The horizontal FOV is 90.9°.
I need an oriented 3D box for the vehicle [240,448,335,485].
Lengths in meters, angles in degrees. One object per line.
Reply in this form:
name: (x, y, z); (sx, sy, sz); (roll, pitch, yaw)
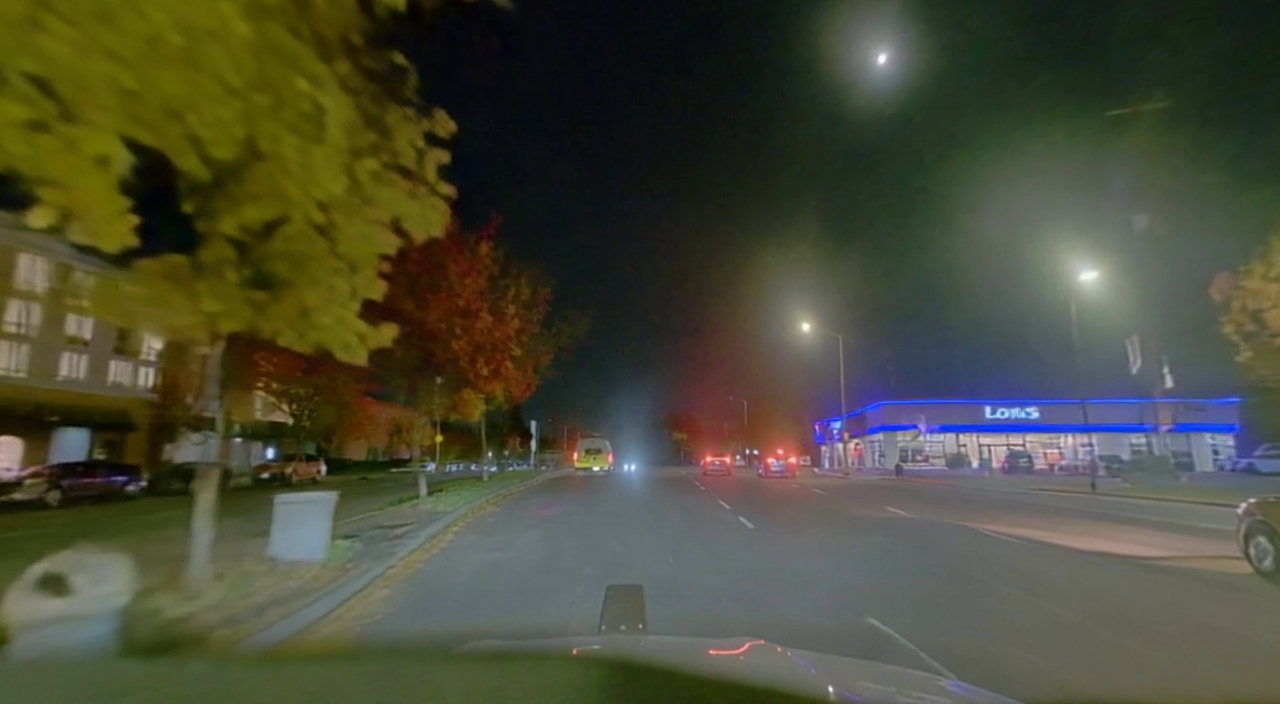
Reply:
vehicle: (-18.884, 6.129, 34.157); (1.914, 1.785, 5.408); (0, -8, 1)

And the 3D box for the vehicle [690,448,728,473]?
vehicle: (4.298, 6.770, 39.735); (1.886, 1.464, 4.290); (0, -9, 0)

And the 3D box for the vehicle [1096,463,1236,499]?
vehicle: (27.994, 6.857, 33.697); (5.680, 1.772, 2.071); (0, -9, -2)

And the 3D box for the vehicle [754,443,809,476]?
vehicle: (7.880, 6.047, 35.622); (2.040, 1.738, 4.414); (0, -9, 0)

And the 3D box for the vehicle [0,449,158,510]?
vehicle: (-19.159, 4.146, 21.088); (2.137, 1.723, 4.850); (0, -8, 1)

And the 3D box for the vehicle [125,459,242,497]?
vehicle: (-18.890, 5.207, 26.350); (1.737, 1.349, 4.014); (0, -9, 3)

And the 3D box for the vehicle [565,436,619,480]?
vehicle: (-2.227, 4.991, 29.954); (2.344, 1.863, 4.665); (0, -9, -3)
